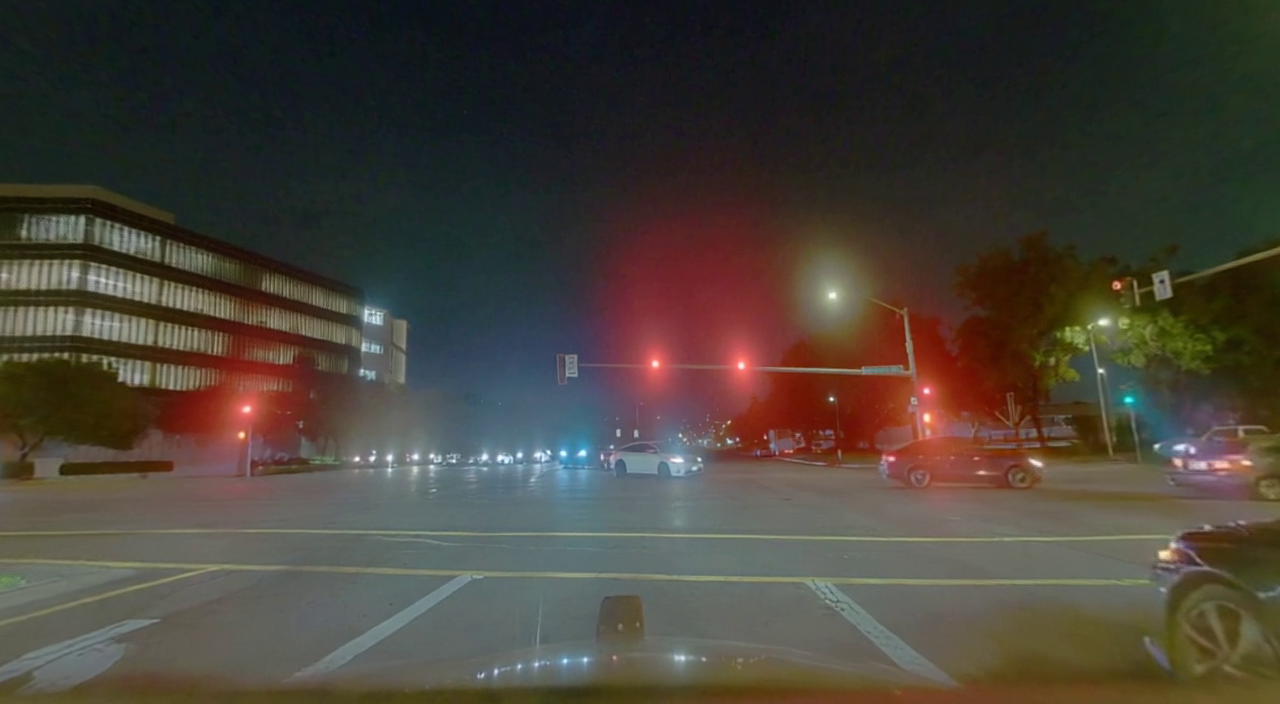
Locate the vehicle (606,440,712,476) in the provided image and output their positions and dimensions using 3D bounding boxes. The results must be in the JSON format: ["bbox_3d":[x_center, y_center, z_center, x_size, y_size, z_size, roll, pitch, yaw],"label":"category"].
[{"bbox_3d":[0.706,4.615,27.744,2.115,1.445,4.864,6,-11,-36],"label":"vehicle"}]

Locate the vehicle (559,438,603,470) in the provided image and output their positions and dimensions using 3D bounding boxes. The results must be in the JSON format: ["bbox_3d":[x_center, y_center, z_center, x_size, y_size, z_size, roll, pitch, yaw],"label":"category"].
[{"bbox_3d":[-3.361,5.685,35.335,1.950,1.629,4.385,2,-9,-12],"label":"vehicle"}]

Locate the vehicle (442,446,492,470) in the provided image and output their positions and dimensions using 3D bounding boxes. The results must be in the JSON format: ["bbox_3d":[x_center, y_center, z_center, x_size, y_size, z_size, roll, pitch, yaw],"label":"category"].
[{"bbox_3d":[-11.636,7.143,42.791,2.003,1.476,4.297,-1,-9,2],"label":"vehicle"}]

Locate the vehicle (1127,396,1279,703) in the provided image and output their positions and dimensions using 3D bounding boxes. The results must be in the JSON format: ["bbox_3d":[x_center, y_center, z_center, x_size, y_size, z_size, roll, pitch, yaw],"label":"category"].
[{"bbox_3d":[3.254,0.604,0.260,2.106,1.472,4.900,0,-9,-2],"label":"vehicle"}]

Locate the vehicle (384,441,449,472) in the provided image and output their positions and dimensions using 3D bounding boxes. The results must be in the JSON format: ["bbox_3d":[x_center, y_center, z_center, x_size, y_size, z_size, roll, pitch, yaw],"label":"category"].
[{"bbox_3d":[-15.130,7.107,43.136,2.340,1.946,5.450,-1,-9,1],"label":"vehicle"}]

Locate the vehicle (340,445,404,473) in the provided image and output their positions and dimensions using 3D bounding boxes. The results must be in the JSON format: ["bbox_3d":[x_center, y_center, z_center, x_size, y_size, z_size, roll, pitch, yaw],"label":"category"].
[{"bbox_3d":[-18.543,7.403,44.027,2.237,1.842,5.116,0,-9,0],"label":"vehicle"}]

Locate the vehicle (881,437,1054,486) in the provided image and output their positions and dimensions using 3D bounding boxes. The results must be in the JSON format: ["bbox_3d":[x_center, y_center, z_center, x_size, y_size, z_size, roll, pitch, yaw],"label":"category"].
[{"bbox_3d":[10.431,3.538,20.580,4.637,1.461,2.109,-3,-9,18],"label":"vehicle"}]
